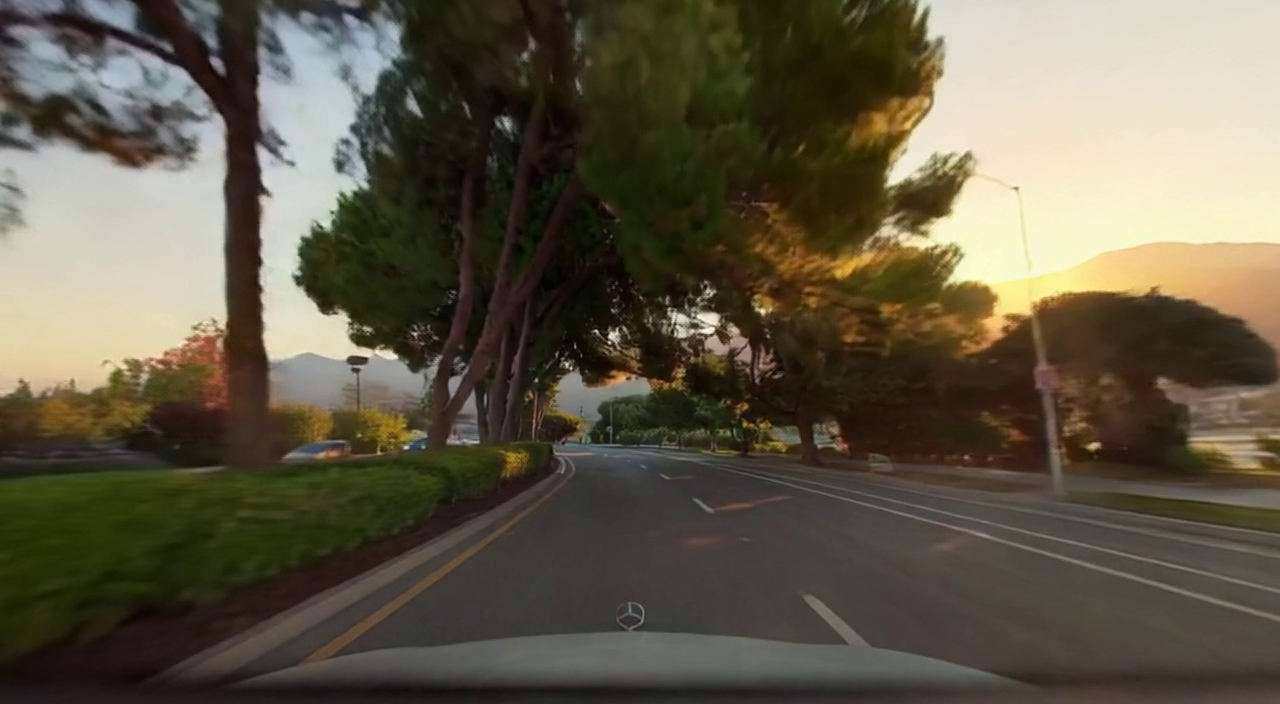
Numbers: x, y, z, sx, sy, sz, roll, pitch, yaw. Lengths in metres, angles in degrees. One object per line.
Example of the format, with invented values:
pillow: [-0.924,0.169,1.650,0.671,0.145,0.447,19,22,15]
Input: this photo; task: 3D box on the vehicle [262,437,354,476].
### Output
vehicle: [-14.001,4.420,26.882,1.842,1.495,4.375,0,-8,-5]

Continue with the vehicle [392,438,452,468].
vehicle: [-11.381,5.308,33.255,1.953,1.458,4.544,1,-8,-5]
